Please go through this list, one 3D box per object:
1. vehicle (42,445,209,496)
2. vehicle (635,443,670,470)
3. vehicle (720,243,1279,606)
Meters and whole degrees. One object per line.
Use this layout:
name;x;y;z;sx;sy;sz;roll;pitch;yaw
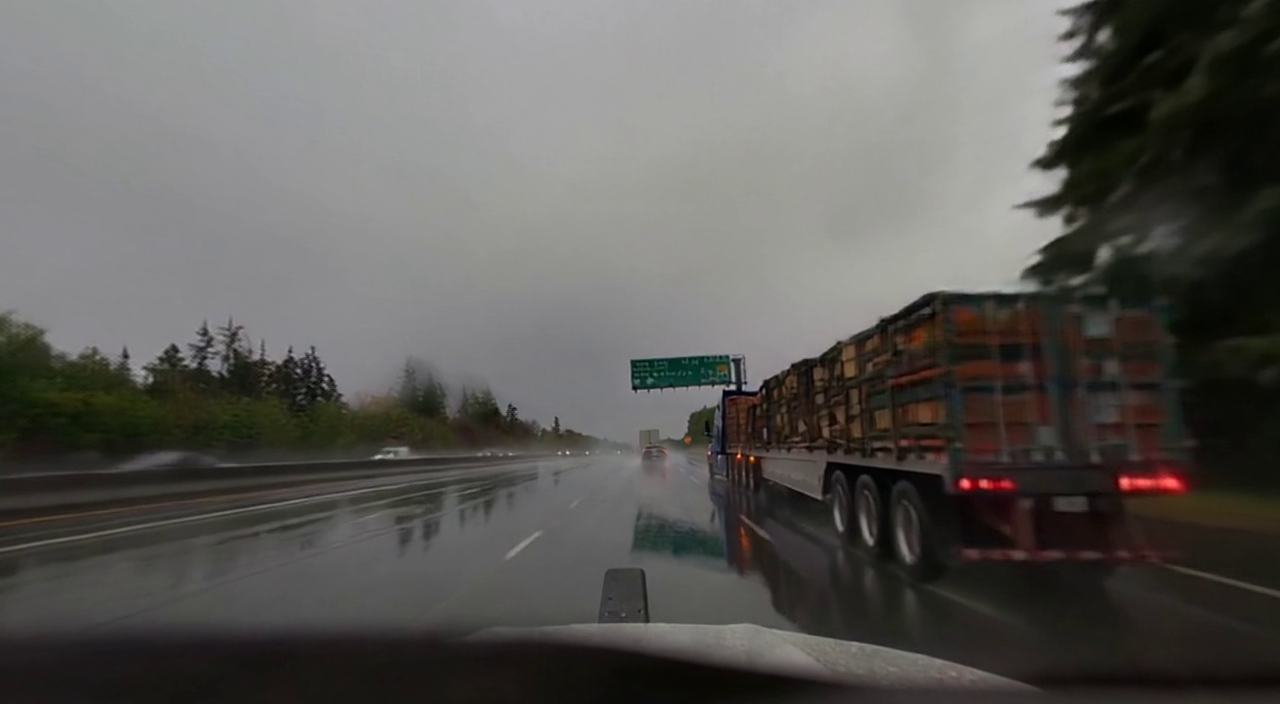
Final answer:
vehicle;-17.460;3.987;21.761;1.811;1.505;4.628;0;-8;1
vehicle;0.712;6.332;38.489;2.042;1.528;4.300;0;-8;0
vehicle;4.398;1.912;14.844;2.917;3.179;18.723;0;-8;1
